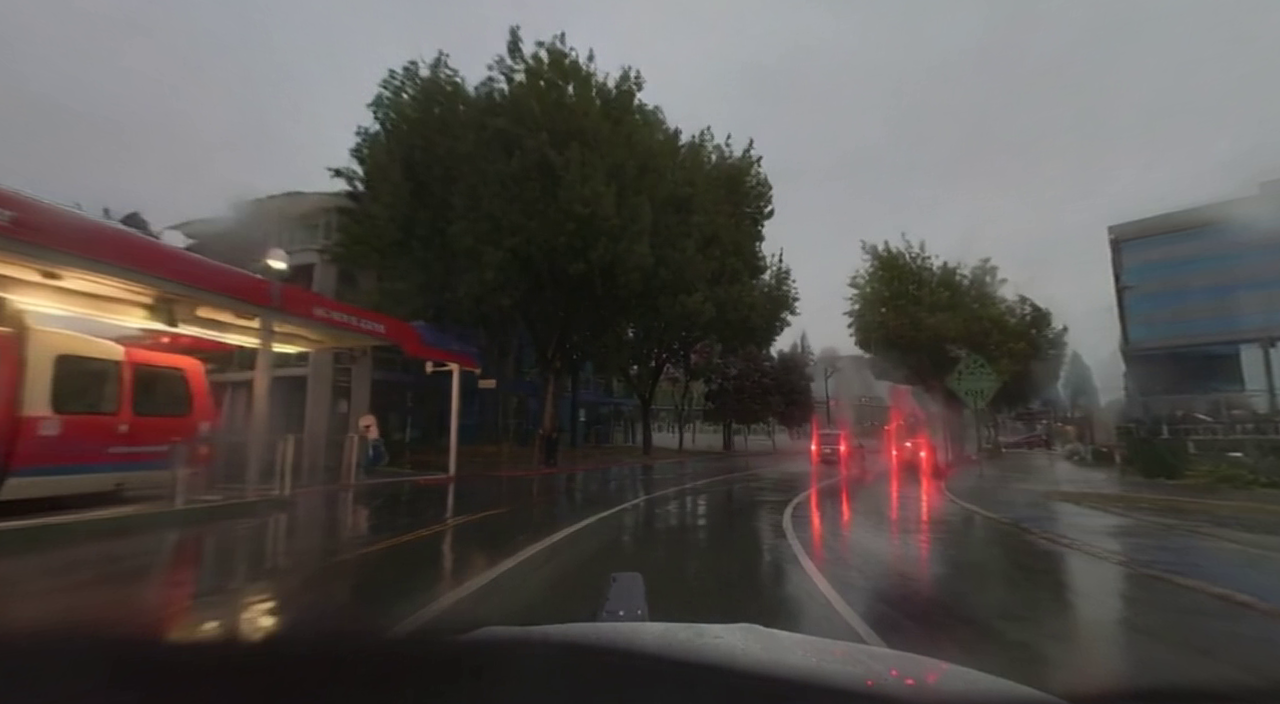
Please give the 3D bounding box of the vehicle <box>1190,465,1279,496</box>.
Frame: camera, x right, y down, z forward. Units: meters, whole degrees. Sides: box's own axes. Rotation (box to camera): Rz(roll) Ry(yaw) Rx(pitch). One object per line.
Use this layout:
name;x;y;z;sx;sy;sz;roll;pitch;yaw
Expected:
vehicle;32.057;6.759;33.370;4.118;1.477;1.691;-1;-8;6

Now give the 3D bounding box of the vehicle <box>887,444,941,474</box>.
vehicle;17.042;6.616;39.191;2.010;1.725;4.320;-7;-11;37

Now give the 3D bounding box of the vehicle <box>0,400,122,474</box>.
vehicle;-32.548;4.285;31.605;2.931;3.569;12.284;0;-8;0

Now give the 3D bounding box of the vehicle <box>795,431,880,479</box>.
vehicle;8.186;4.165;25.885;2.263;1.765;4.237;-5;-10;31
